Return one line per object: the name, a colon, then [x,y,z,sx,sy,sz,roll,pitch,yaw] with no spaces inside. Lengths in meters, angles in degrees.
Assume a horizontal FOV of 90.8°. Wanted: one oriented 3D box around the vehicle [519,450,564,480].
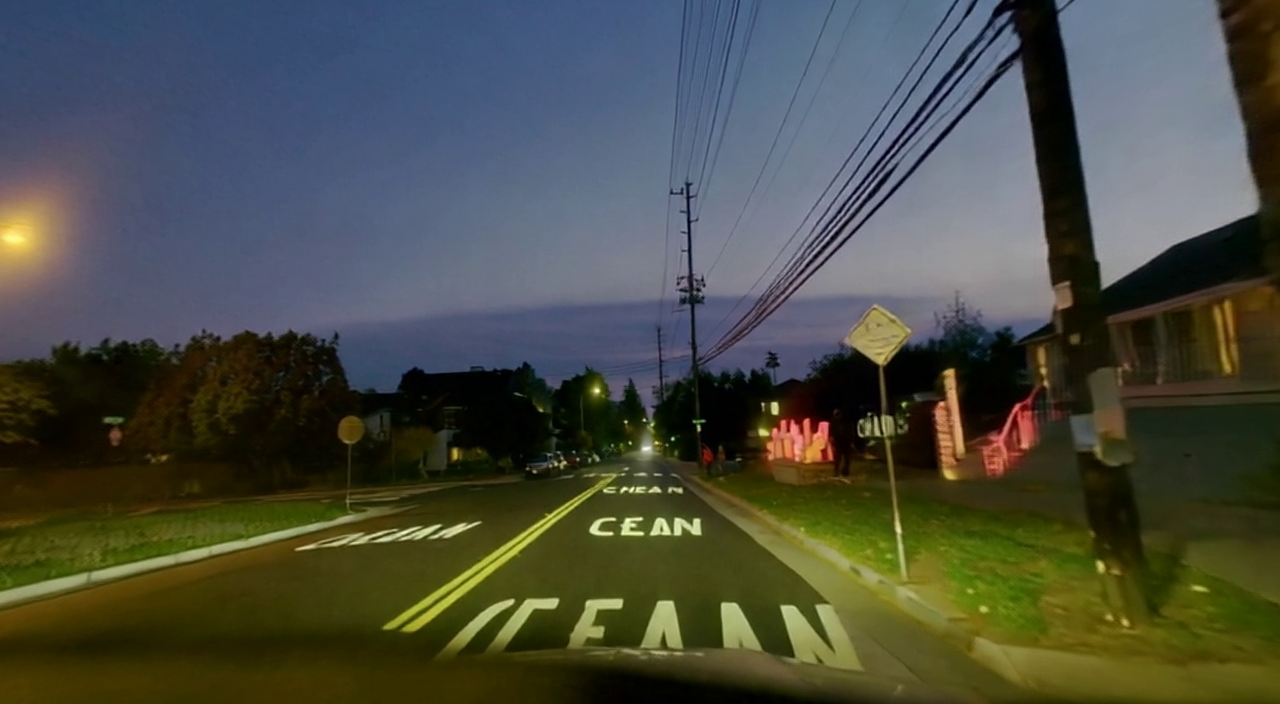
vehicle: [-6.439,7.429,41.886,2.203,1.787,4.704,0,-8,1]
